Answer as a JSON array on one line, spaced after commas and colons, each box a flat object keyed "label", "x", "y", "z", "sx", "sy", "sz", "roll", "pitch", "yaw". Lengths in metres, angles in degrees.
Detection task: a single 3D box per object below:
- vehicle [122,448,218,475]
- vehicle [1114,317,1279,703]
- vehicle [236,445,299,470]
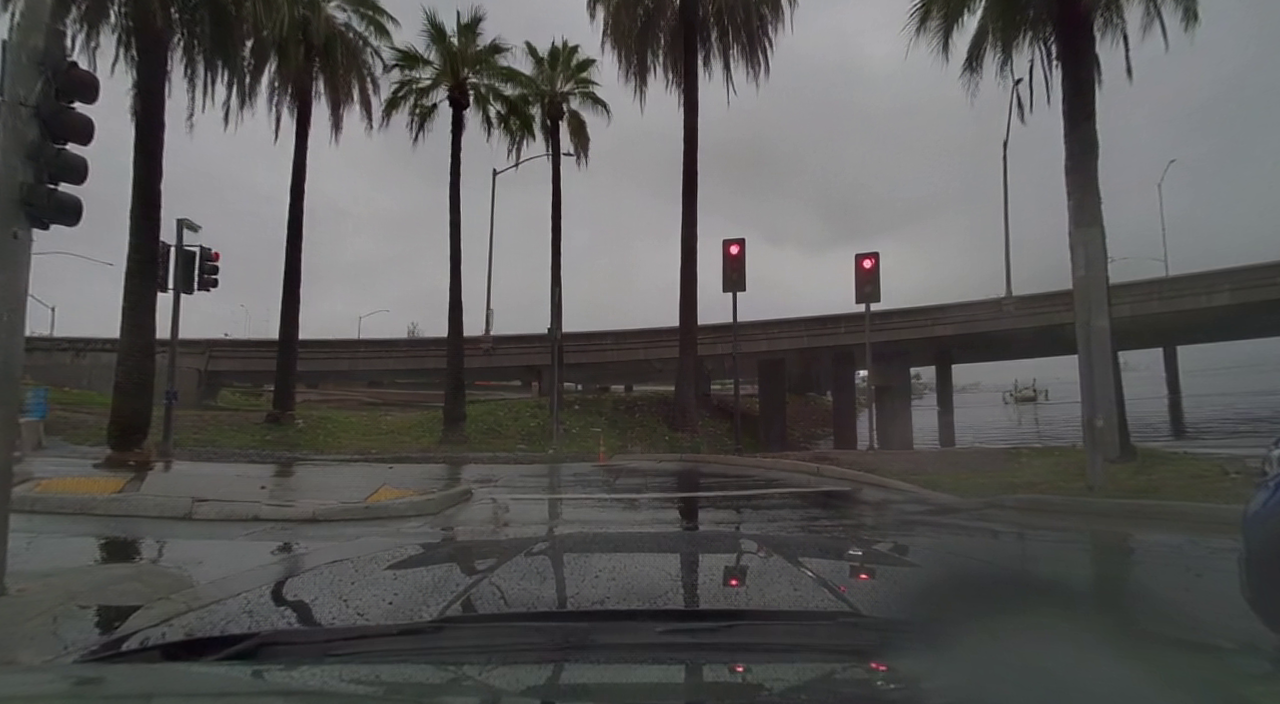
[{"label": "vehicle", "x": -26.550, "y": 6.168, "z": 35.756, "sx": 1.830, "sy": 1.443, "sz": 4.551, "roll": 0, "pitch": -9, "yaw": 2}, {"label": "vehicle", "x": 3.463, "y": 0.515, "z": 0.786, "sx": 2.028, "sy": 1.770, "sz": 4.737, "roll": 0, "pitch": -9, "yaw": 0}, {"label": "vehicle", "x": -26.263, "y": 7.419, "z": 44.558, "sx": 1.941, "sy": 1.631, "sz": 4.017, "roll": 0, "pitch": -9, "yaw": 0}]
